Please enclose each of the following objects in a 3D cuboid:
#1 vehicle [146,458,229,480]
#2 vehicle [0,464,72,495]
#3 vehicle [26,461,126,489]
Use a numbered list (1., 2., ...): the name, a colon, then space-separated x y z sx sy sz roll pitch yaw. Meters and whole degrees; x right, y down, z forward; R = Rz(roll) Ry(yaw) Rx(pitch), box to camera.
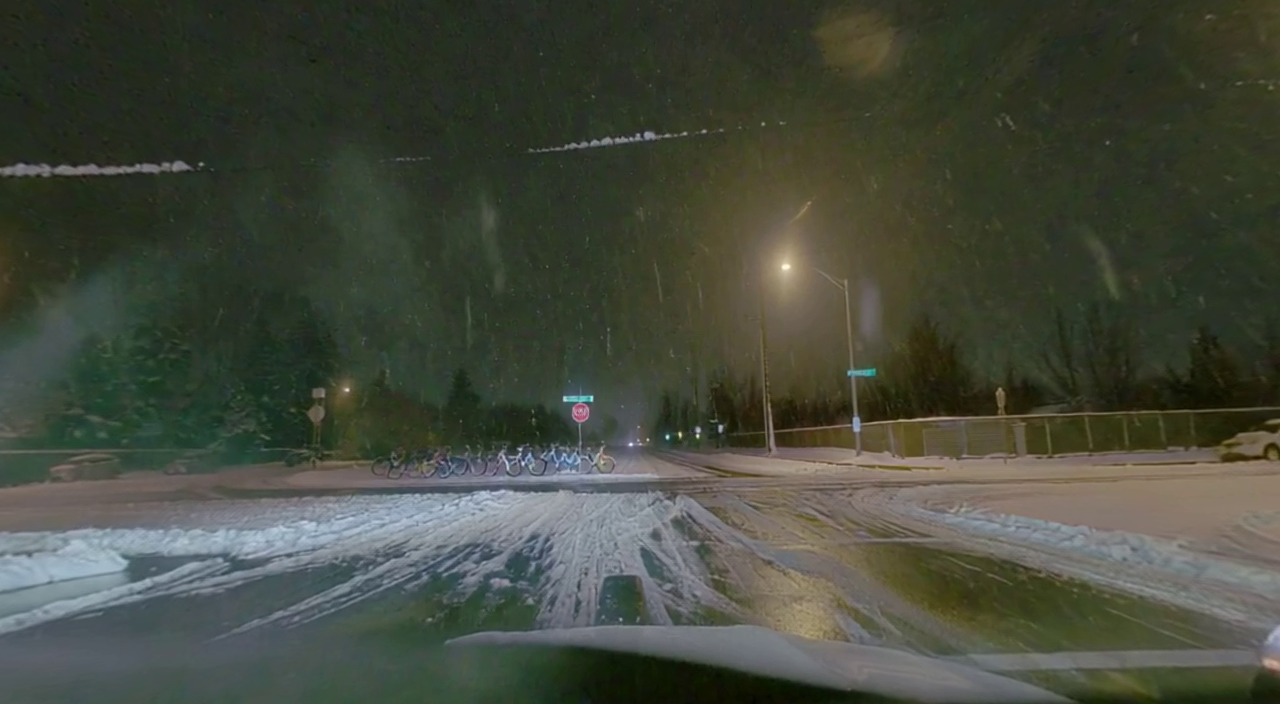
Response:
1. vehicle: -33.675 8.699 47.094 4.569 1.558 1.903 0 -9 -5
2. vehicle: -33.091 6.675 33.200 4.546 1.468 1.901 0 -9 0
3. vehicle: -34.114 7.423 38.281 4.210 1.528 1.932 0 -9 0
